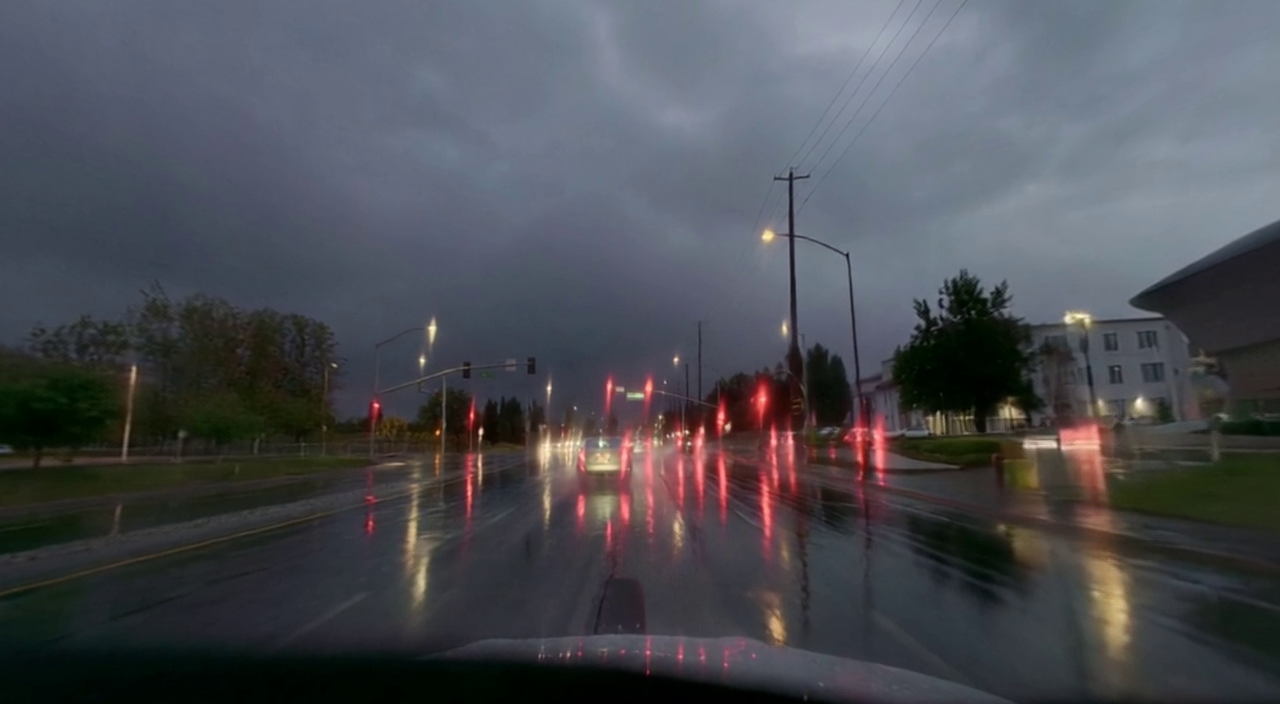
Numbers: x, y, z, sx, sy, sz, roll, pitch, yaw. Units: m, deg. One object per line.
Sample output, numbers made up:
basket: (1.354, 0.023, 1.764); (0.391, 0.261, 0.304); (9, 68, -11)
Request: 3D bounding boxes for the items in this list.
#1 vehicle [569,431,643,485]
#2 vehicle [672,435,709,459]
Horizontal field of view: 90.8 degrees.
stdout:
vehicle: (-0.960, 3.262, 19.649); (2.075, 1.470, 3.962); (0, -8, 0)
vehicle: (3.314, 6.388, 42.478); (1.945, 1.470, 4.363); (0, -8, -2)
